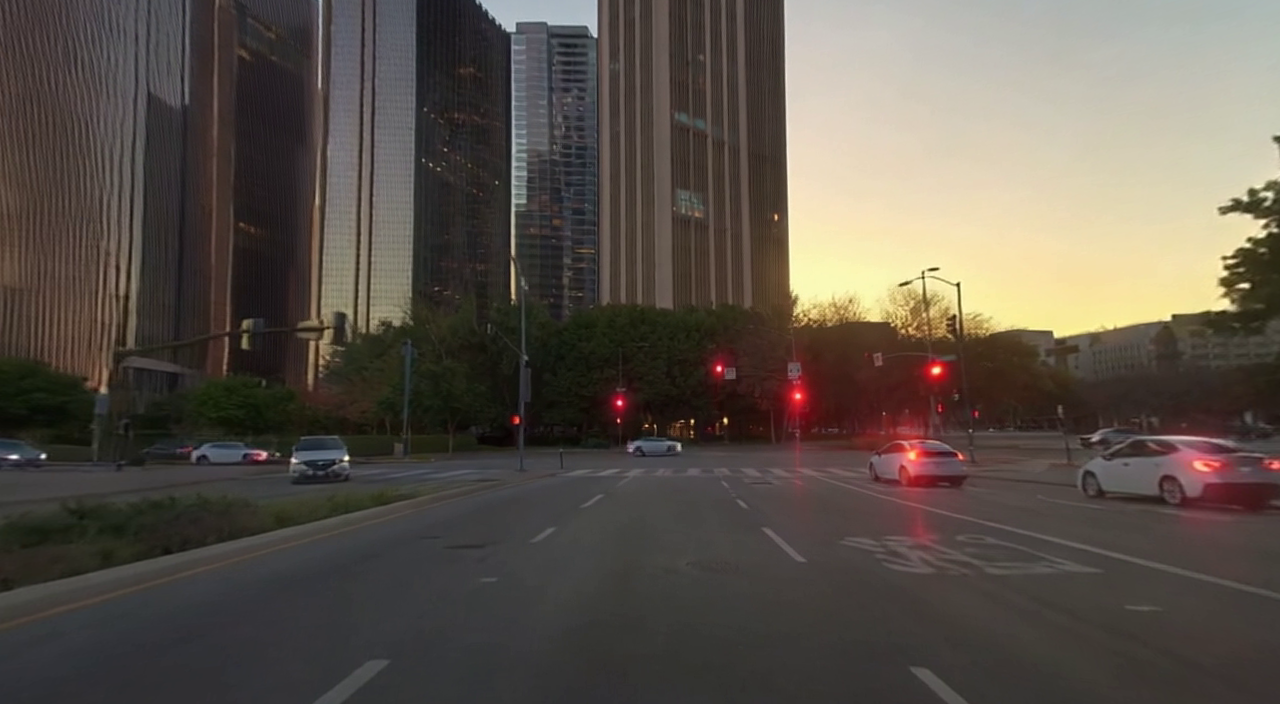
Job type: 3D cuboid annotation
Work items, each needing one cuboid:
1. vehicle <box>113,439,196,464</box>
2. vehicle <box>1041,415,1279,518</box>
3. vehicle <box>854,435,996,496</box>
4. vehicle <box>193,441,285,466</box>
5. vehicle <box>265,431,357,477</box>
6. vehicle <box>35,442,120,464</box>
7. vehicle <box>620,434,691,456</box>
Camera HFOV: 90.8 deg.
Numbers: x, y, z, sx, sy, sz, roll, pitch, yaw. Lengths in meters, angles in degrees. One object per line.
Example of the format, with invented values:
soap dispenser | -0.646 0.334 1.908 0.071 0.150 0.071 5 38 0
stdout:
vehicle | -34.873 7.128 45.471 4.326 1.700 1.946 0 -8 -1
vehicle | 11.366 2.403 13.767 2.027 1.810 4.854 0 -8 0
vehicle | 8.011 3.223 18.359 1.936 1.489 4.885 0 -8 1
vehicle | -25.024 6.323 39.530 4.503 1.475 1.789 0 -8 -1
vehicle | -15.352 4.718 29.408 4.779 1.910 2.125 -8 -11 41
vehicle | -40.408 7.253 45.429 4.379 1.444 1.781 0 -8 0
vehicle | 1.050 6.395 43.264 4.762 1.420 1.814 0 -8 0
